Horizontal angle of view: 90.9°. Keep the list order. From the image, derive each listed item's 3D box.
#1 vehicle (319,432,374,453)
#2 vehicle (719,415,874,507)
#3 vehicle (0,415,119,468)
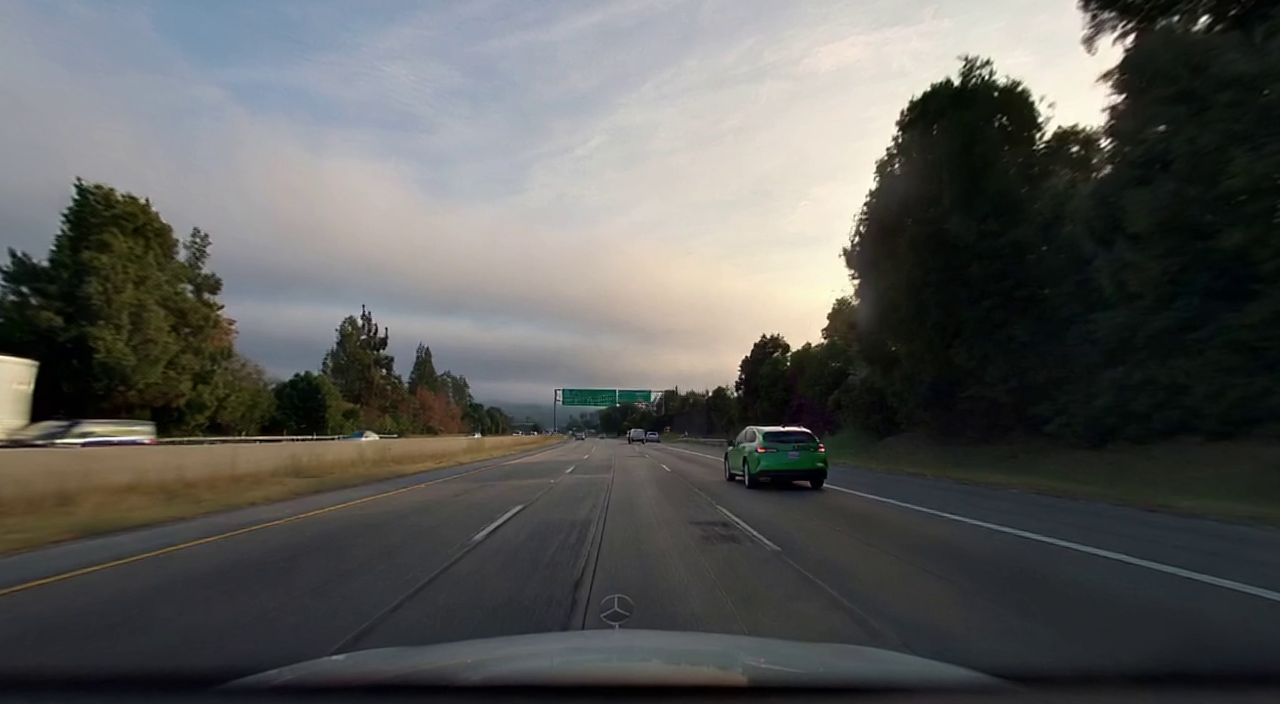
[{"bbox_3d":[-21.488,6.648,46.268,1.908,1.466,4.672,0,-8,-2],"label":"vehicle"},{"bbox_3d":[3.126,2.286,13.668,2.107,1.642,4.331,0,-8,-2],"label":"vehicle"},{"bbox_3d":[-20.138,2.980,20.926,1.880,1.575,4.514,0,-8,-2],"label":"vehicle"}]
